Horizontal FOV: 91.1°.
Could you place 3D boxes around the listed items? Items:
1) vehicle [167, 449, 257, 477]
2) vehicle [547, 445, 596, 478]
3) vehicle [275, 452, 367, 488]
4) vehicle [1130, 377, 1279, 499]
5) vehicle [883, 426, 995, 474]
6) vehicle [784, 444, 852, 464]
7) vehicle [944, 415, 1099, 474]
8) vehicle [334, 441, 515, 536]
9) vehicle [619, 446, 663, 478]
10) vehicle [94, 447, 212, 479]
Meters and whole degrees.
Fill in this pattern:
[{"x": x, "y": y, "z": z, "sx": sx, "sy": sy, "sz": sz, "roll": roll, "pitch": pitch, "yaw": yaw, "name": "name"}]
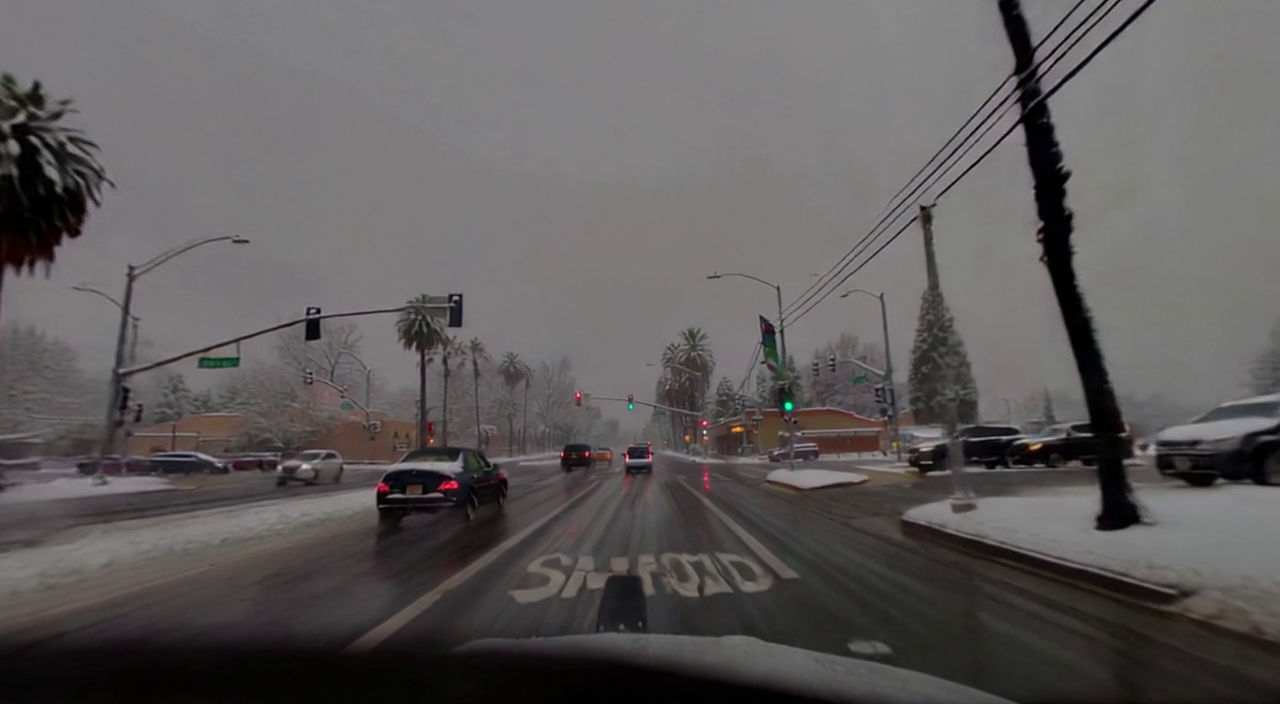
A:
[{"x": -29.565, "y": 7.674, "z": 43.478, "sx": 4.640, "sy": 1.809, "sz": 2.118, "roll": -1, "pitch": -8, "yaw": 2, "name": "vehicle"}, {"x": -3.543, "y": 5.726, "z": 33.179, "sx": 1.979, "sy": 1.634, "sz": 3.957, "roll": -1, "pitch": -8, "yaw": 2, "name": "vehicle"}, {"x": -15.040, "y": 5.557, "z": 29.930, "sx": 1.930, "sy": 1.476, "sz": 4.543, "roll": 0, "pitch": -8, "yaw": 1, "name": "vehicle"}, {"x": 11.023, "y": 1.326, "z": 10.023, "sx": 2.111, "sy": 1.875, "sz": 5.301, "roll": -3, "pitch": -9, "yaw": 1, "name": "vehicle"}, {"x": 11.065, "y": 3.679, "z": 23.636, "sx": 1.982, "sy": 1.623, "sz": 4.211, "roll": 0, "pitch": -8, "yaw": -2, "name": "vehicle"}, {"x": 13.472, "y": 7.732, "z": 47.697, "sx": 4.532, "sy": 1.504, "sz": 2.087, "roll": 0, "pitch": -8, "yaw": 1, "name": "vehicle"}, {"x": 13.753, "y": 3.436, "z": 23.261, "sx": 2.345, "sy": 1.886, "sz": 5.809, "roll": -1, "pitch": -8, "yaw": 3, "name": "vehicle"}, {"x": -3.955, "y": 2.550, "z": 12.466, "sx": 1.904, "sy": 1.513, "sz": 4.410, "roll": -1, "pitch": -8, "yaw": 2, "name": "vehicle"}, {"x": 0.087, "y": 5.668, "z": 32.581, "sx": 2.094, "sy": 1.496, "sz": 4.070, "roll": 0, "pitch": -8, "yaw": 1, "name": "vehicle"}, {"x": -31.027, "y": 7.100, "z": 40.149, "sx": 5.616, "sy": 1.927, "sz": 2.324, "roll": -1, "pitch": -8, "yaw": 2, "name": "vehicle"}]
